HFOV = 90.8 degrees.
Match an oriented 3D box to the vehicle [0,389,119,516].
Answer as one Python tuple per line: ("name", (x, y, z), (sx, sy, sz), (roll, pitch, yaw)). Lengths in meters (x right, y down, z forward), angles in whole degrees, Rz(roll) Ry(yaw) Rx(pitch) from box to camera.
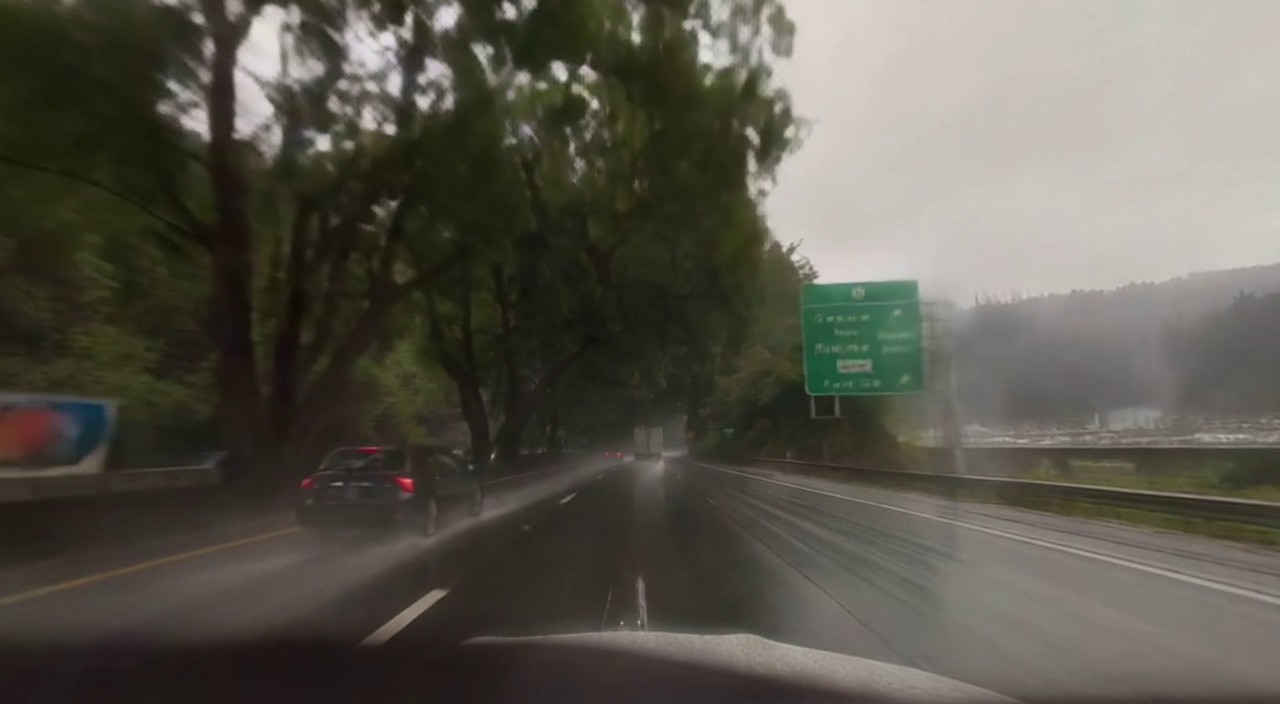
("vehicle", (-16.275, 2.252, 14.135), (2.595, 2.932, 7.581), (0, -9, 1))

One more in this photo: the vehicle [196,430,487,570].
("vehicle", (-3.870, 2.006, 9.334), (2.027, 1.519, 4.578), (0, -9, 0))
